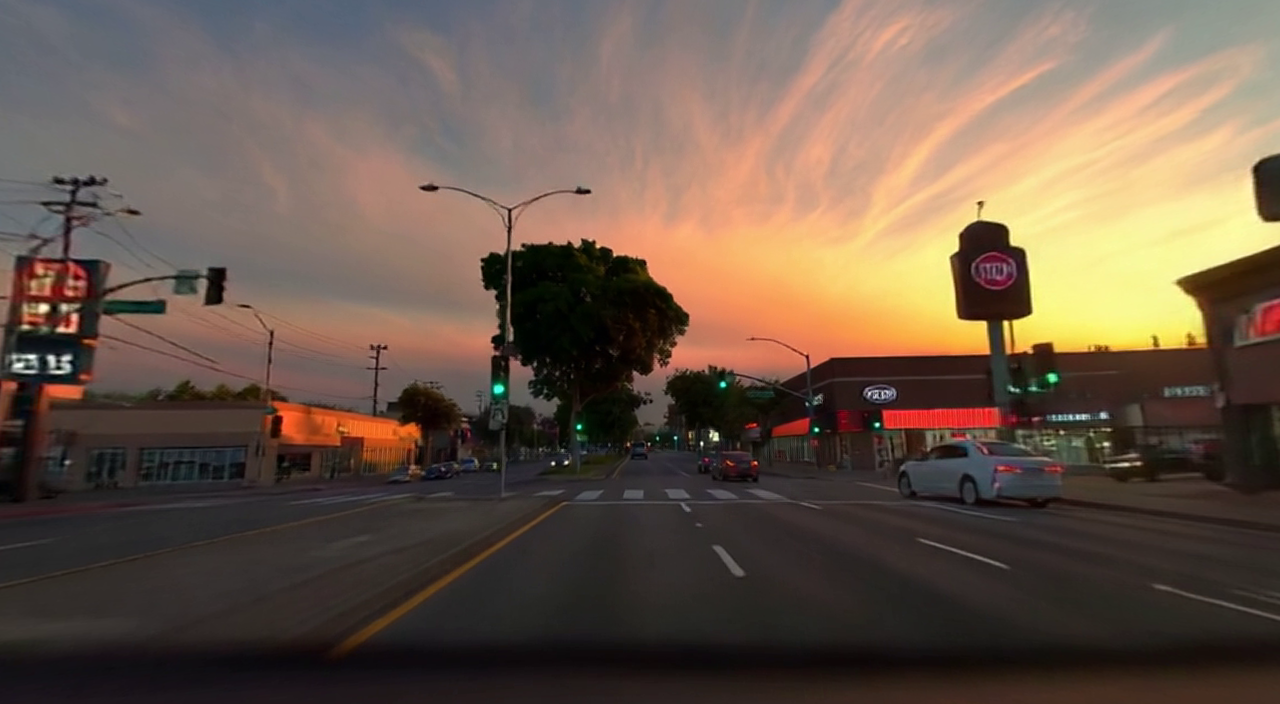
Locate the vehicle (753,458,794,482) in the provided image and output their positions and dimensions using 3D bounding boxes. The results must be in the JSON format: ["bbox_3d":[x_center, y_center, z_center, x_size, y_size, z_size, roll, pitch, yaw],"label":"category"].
[{"bbox_3d":[9.538,8.452,45.566,1.948,1.483,4.645,0,-8,0],"label":"vehicle"}]

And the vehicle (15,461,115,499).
[{"bbox_3d":[-26.305,5.879,28.971,2.803,1.565,1.715,-2,-13,-1],"label":"vehicle"}]

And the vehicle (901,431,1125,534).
[{"bbox_3d":[7.130,2.491,12.796,1.974,1.679,4.611,-1,-8,4],"label":"vehicle"}]
